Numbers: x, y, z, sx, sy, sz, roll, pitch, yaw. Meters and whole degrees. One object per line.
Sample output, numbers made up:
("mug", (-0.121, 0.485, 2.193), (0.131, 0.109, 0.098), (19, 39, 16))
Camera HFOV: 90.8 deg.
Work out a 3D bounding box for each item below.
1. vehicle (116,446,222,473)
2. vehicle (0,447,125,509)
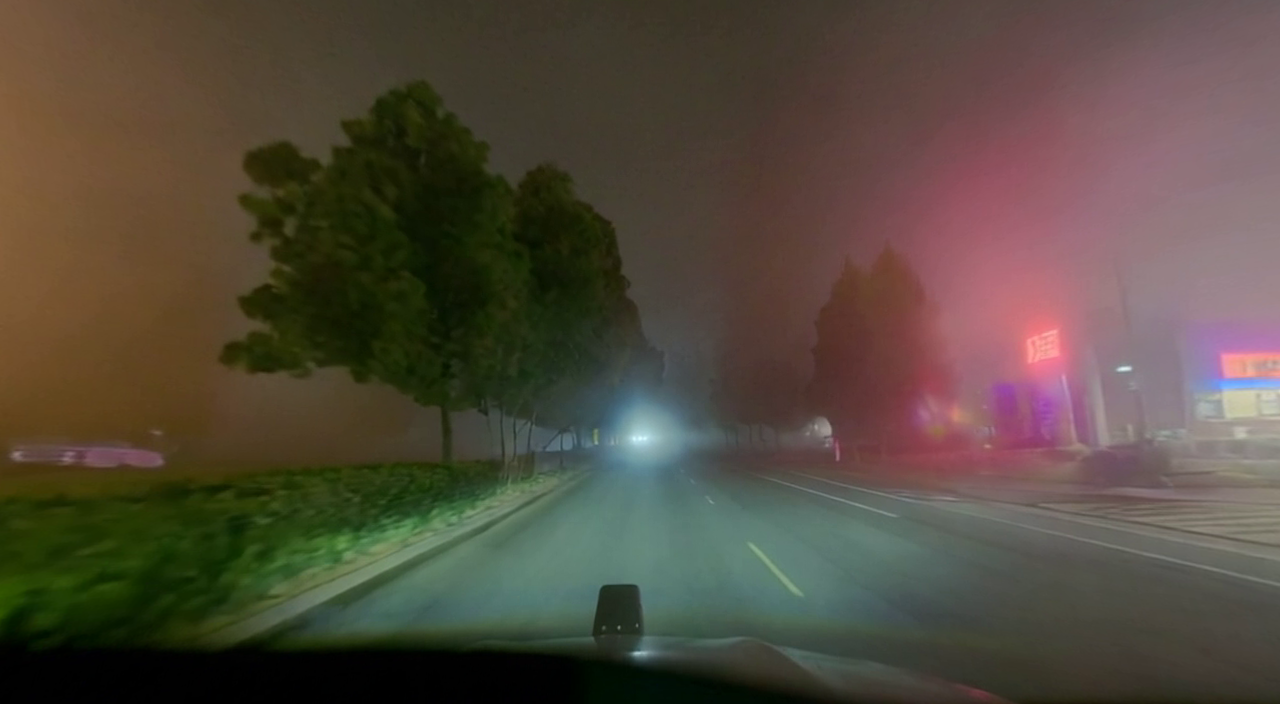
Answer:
("vehicle", (-28.230, 6.430, 37.968), (4.758, 1.499, 2.001), (0, -8, 1))
("vehicle", (-19.360, 3.888, 19.898), (1.906, 1.744, 5.165), (0, -8, 0))
